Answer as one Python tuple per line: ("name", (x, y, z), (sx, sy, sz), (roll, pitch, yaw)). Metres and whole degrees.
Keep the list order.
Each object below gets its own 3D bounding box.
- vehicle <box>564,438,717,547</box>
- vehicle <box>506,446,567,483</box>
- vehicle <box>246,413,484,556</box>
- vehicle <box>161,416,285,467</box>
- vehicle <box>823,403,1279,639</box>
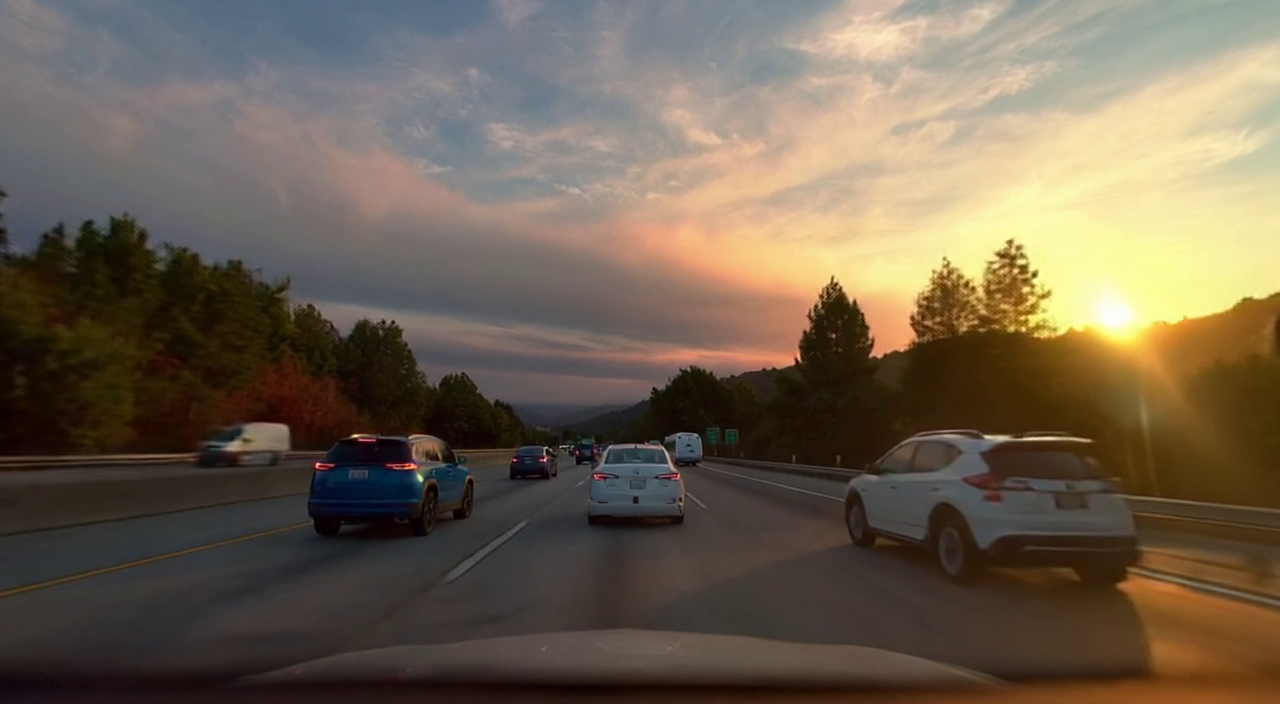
("vehicle", (-0.058, 2.279, 10.893), (2.120, 1.478, 4.179), (0, -9, -2))
("vehicle", (-4.484, 4.932, 27.888), (2.122, 1.491, 3.800), (0, -9, -1))
("vehicle", (-3.835, 1.916, 9.725), (1.830, 1.703, 4.142), (0, -9, -1))
("vehicle", (-17.351, 3.805, 26.586), (2.088, 1.974, 4.664), (0, -9, -2))
("vehicle", (3.649, 1.544, 6.731), (1.996, 1.688, 4.207), (0, -9, -2))
